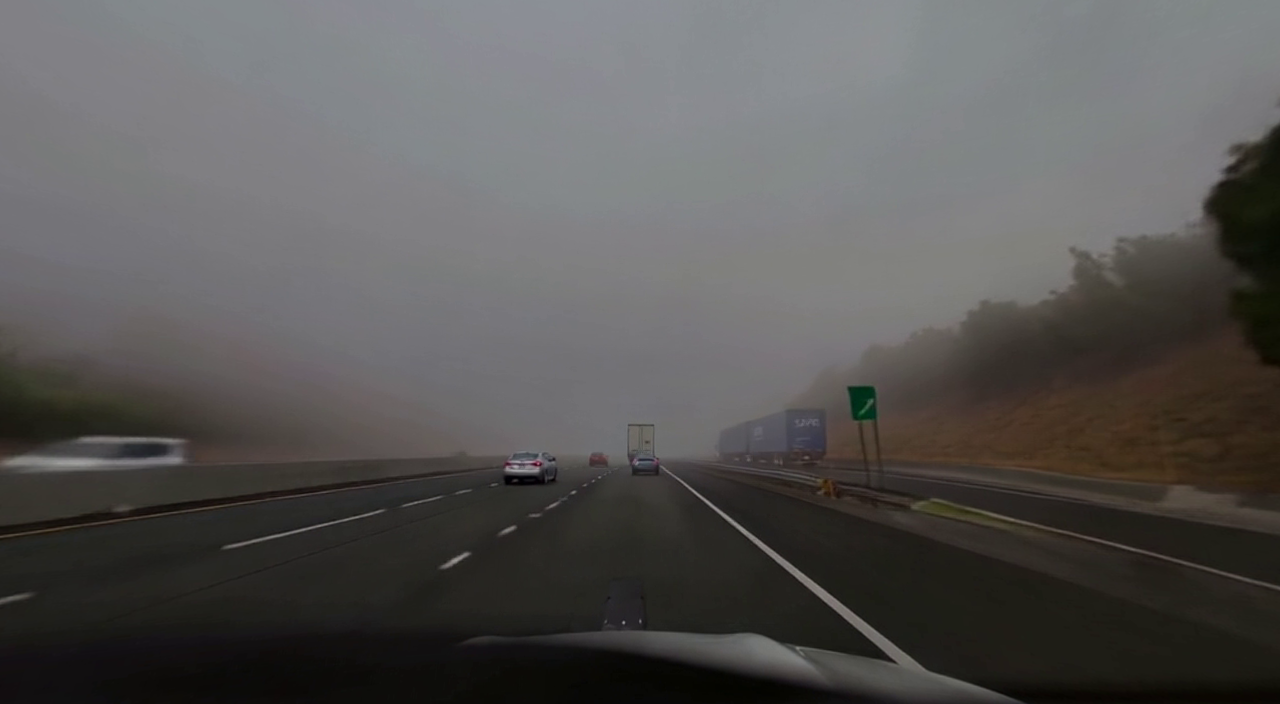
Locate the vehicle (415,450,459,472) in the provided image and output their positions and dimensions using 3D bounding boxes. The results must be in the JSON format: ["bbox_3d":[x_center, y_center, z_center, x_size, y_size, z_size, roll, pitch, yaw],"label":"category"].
[{"bbox_3d":[-15.877,8.539,49.610,1.952,1.573,4.568,0,-9,0],"label":"vehicle"}]

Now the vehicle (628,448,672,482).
[{"bbox_3d":[0.461,5.387,30.283,1.991,1.507,3.391,0,-9,0],"label":"vehicle"}]

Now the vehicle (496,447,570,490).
[{"bbox_3d":[-3.987,4.427,24.288,2.018,1.504,4.431,0,-9,1],"label":"vehicle"}]
